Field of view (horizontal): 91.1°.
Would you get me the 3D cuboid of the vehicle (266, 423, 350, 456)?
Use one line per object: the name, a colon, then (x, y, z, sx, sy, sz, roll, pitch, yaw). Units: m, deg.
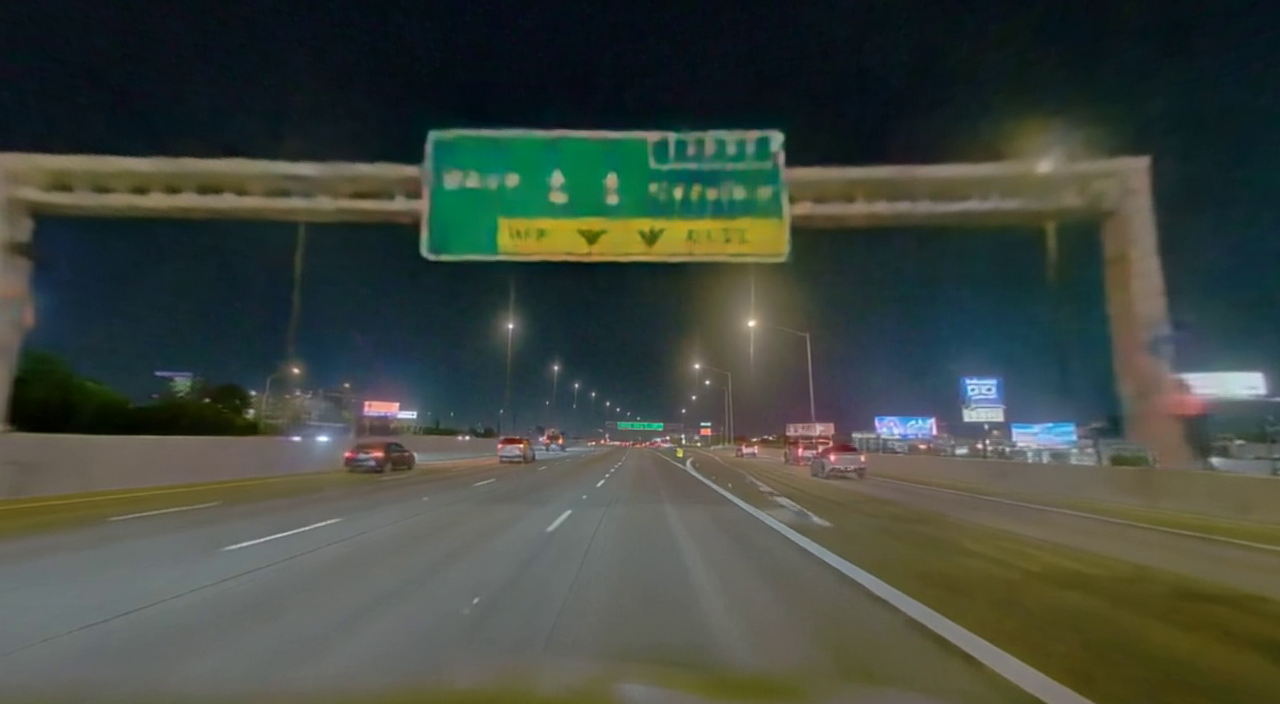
vehicle: (-19.456, 5.170, 37.198, 2.112, 1.834, 5.120, 0, -8, 1)

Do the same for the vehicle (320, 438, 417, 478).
vehicle: (-10.627, 4.152, 24.958, 1.976, 1.413, 4.088, 0, -8, 0)

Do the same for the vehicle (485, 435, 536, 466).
vehicle: (-7.156, 5.458, 35.174, 1.979, 1.646, 4.096, 0, -8, 0)
